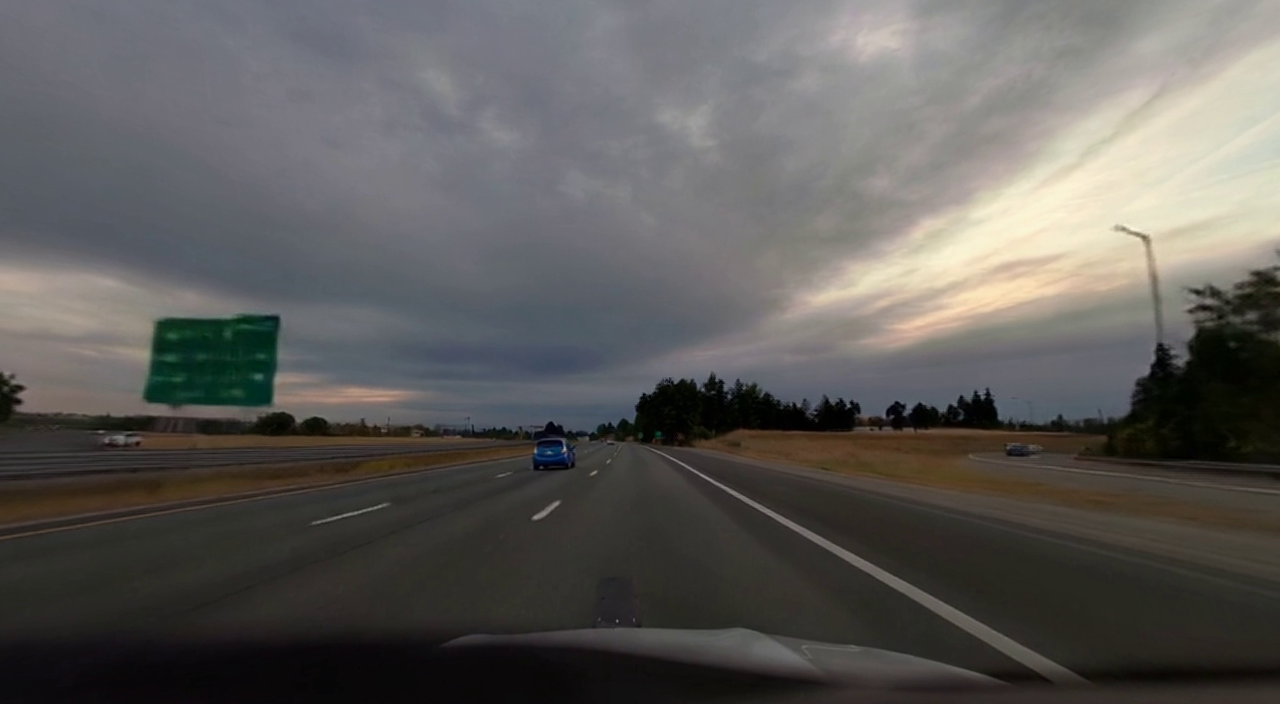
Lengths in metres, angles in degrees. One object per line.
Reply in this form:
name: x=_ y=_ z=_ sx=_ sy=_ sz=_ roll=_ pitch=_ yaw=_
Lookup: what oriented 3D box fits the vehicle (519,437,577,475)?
vehicle: x=-4.015 y=4.601 z=28.119 sx=2.008 sy=1.567 sz=3.959 roll=0 pitch=-8 yaw=0
